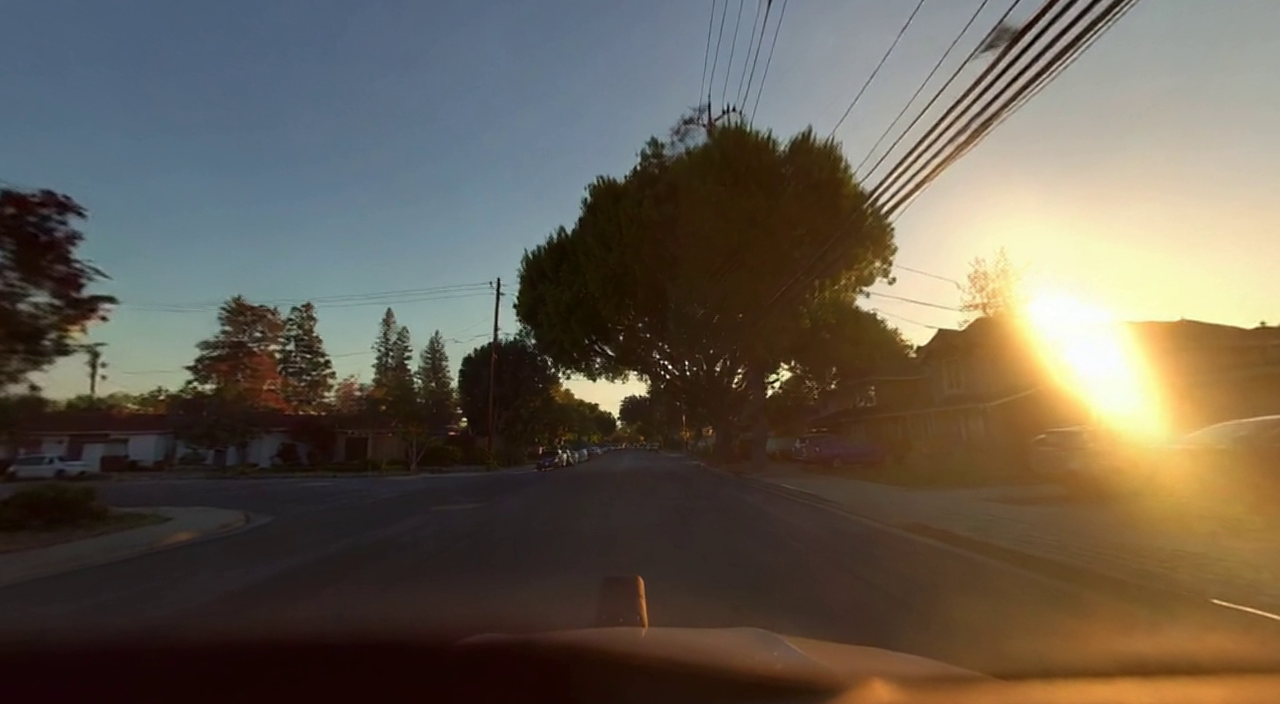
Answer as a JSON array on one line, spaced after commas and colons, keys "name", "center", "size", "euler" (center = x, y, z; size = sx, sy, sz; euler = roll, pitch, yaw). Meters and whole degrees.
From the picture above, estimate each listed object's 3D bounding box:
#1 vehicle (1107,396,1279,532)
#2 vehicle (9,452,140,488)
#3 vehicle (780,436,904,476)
[{"name": "vehicle", "center": [10.210, 1.569, 9.419], "size": [4.686, 1.786, 2.019], "euler": [-3, -8, 5]}, {"name": "vehicle", "center": [-27.071, 5.647, 30.352], "size": [4.360, 1.582, 1.920], "euler": [0, -8, -2]}, {"name": "vehicle", "center": [9.076, 4.723, 28.769], "size": [4.846, 1.577, 2.146], "euler": [-2, -8, 0]}]
